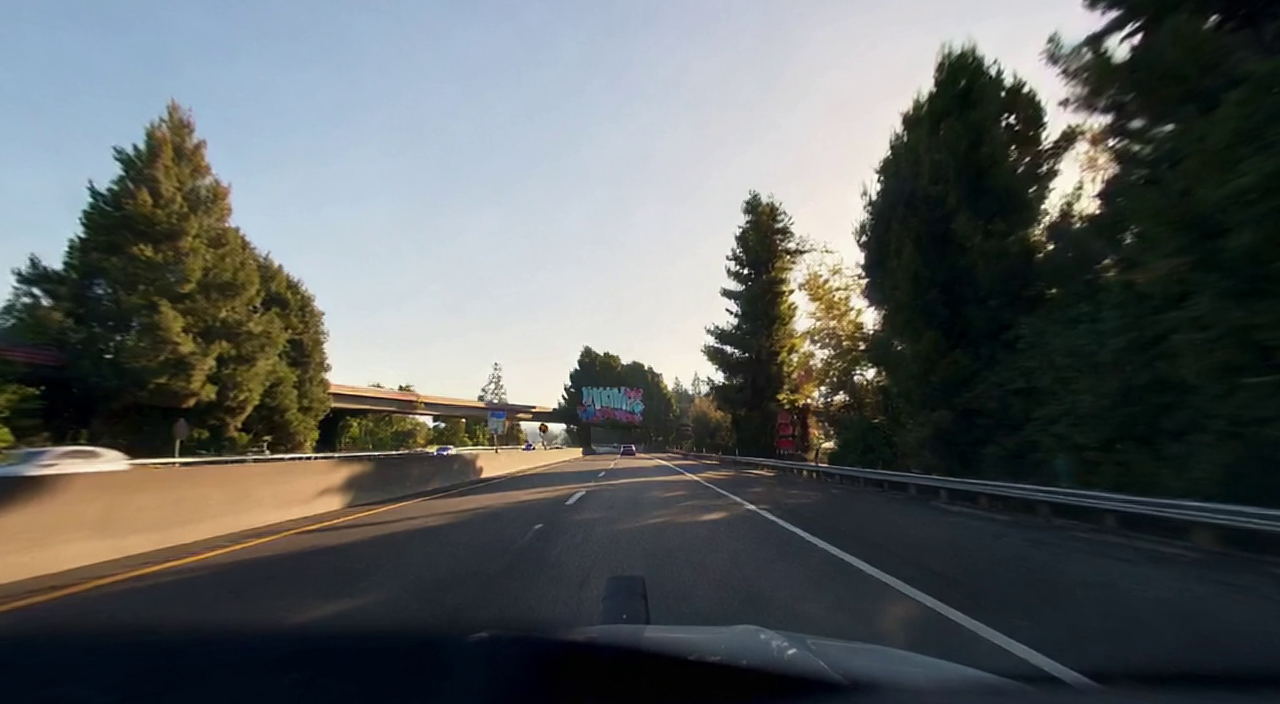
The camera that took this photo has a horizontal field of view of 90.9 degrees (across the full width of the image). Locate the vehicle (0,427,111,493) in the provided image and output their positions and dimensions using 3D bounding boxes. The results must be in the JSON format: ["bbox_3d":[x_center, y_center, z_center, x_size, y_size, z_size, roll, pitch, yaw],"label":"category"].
[{"bbox_3d":[-17.272,2.932,17.162,1.858,1.643,4.512,0,-9,-2],"label":"vehicle"}]
